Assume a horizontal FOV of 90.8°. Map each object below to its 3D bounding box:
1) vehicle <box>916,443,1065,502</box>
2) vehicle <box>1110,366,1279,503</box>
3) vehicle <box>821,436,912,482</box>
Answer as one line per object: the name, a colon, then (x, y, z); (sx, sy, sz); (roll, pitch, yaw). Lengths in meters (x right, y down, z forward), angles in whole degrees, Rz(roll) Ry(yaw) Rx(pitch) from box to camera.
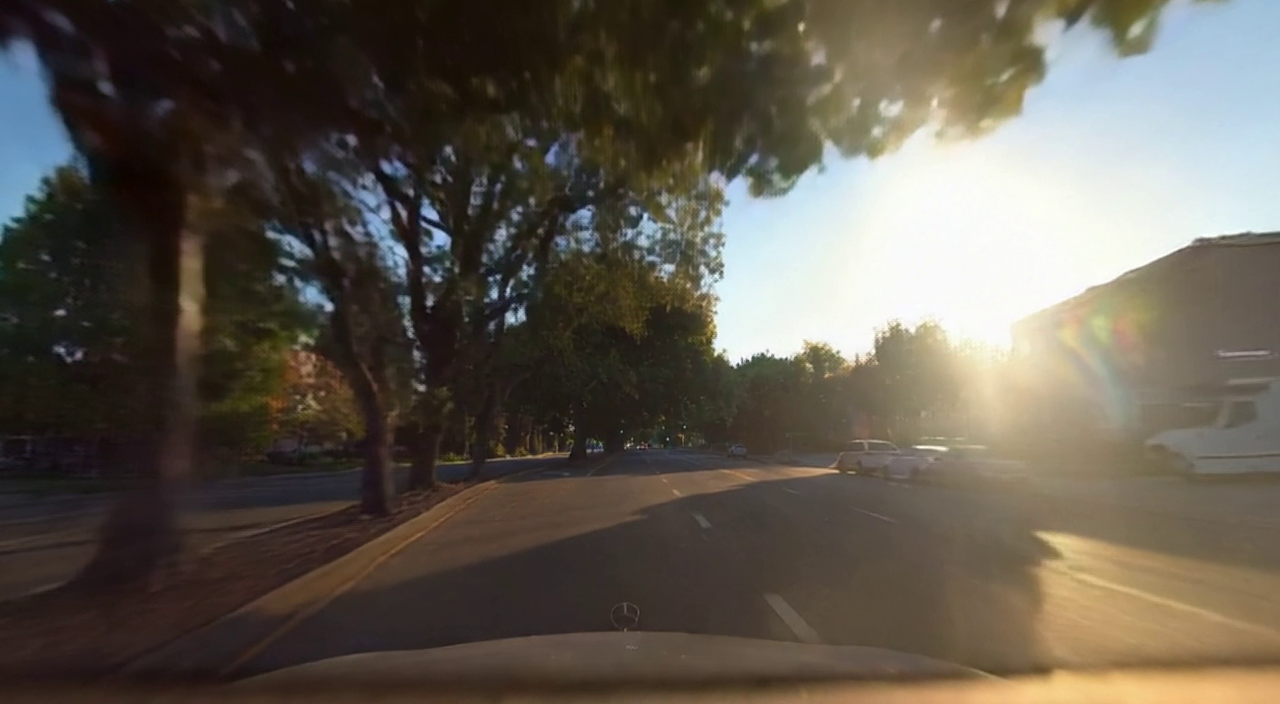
vehicle: (10.291, 3.537, 18.979); (1.931, 1.565, 4.043); (1, -9, -4)
vehicle: (17.075, 2.171, 16.678); (6.927, 3.298, 2.751); (0, -9, 0)
vehicle: (9.984, 4.734, 28.319); (2.092, 1.848, 4.879); (0, -9, -2)
